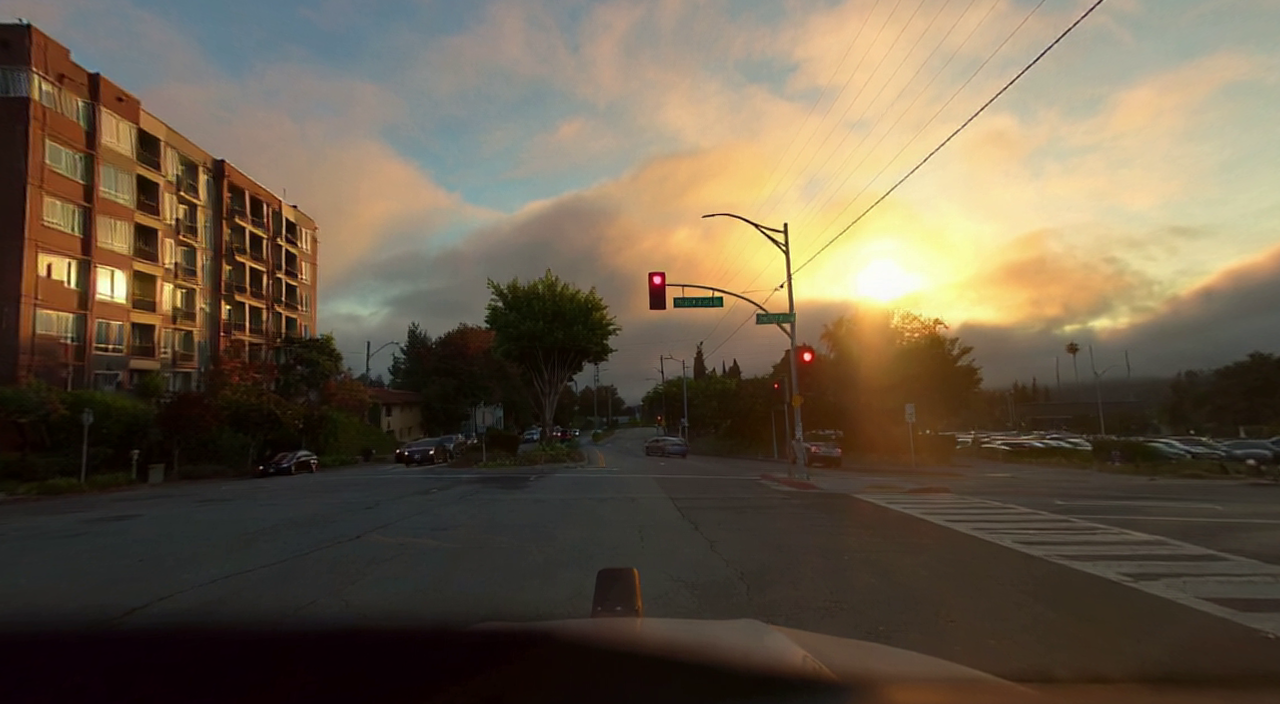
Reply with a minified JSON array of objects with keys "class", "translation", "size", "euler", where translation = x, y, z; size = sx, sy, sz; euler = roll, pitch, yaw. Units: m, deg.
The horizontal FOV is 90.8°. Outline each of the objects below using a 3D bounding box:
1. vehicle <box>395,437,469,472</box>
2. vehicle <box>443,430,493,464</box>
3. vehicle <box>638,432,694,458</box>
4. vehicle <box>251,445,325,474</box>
[{"class":"vehicle","translation":[-9.685,4.794,29.776],"size":[2.116,1.521,4.294],"euler":[0,-9,-1]},{"class":"vehicle","translation":[-9.788,5.456,36.187],"size":[1.910,1.818,4.057],"euler":[0,-9,-3]},{"class":"vehicle","translation":[1.592,5.943,40.387],"size":[2.073,1.571,4.790],"euler":[3,-9,-17]},{"class":"vehicle","translation":[-21.109,6.463,38.095],"size":[1.981,1.628,4.336],"euler":[0,-9,-1]}]
